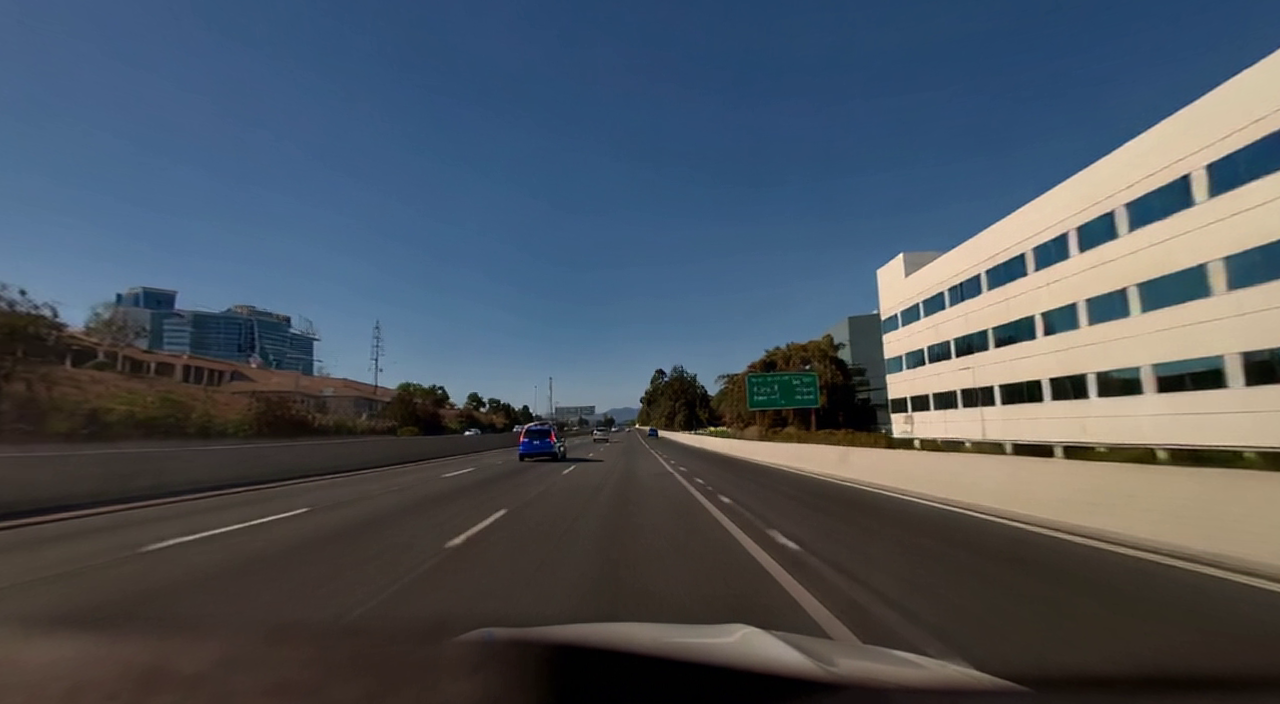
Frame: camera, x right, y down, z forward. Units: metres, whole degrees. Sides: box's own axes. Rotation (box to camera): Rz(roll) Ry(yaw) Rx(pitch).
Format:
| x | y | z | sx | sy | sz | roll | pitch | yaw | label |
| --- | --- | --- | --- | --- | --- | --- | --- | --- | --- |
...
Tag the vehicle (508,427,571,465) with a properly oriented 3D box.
| x | y | z | sx | sy | sz | roll | pitch | yaw | label |
| --- | --- | --- | --- | --- | --- | --- | --- | --- | --- |
| -4.242 | 4.054 | 27.263 | 1.996 | 1.490 | 4.571 | 0 | -8 | 0 | vehicle |
